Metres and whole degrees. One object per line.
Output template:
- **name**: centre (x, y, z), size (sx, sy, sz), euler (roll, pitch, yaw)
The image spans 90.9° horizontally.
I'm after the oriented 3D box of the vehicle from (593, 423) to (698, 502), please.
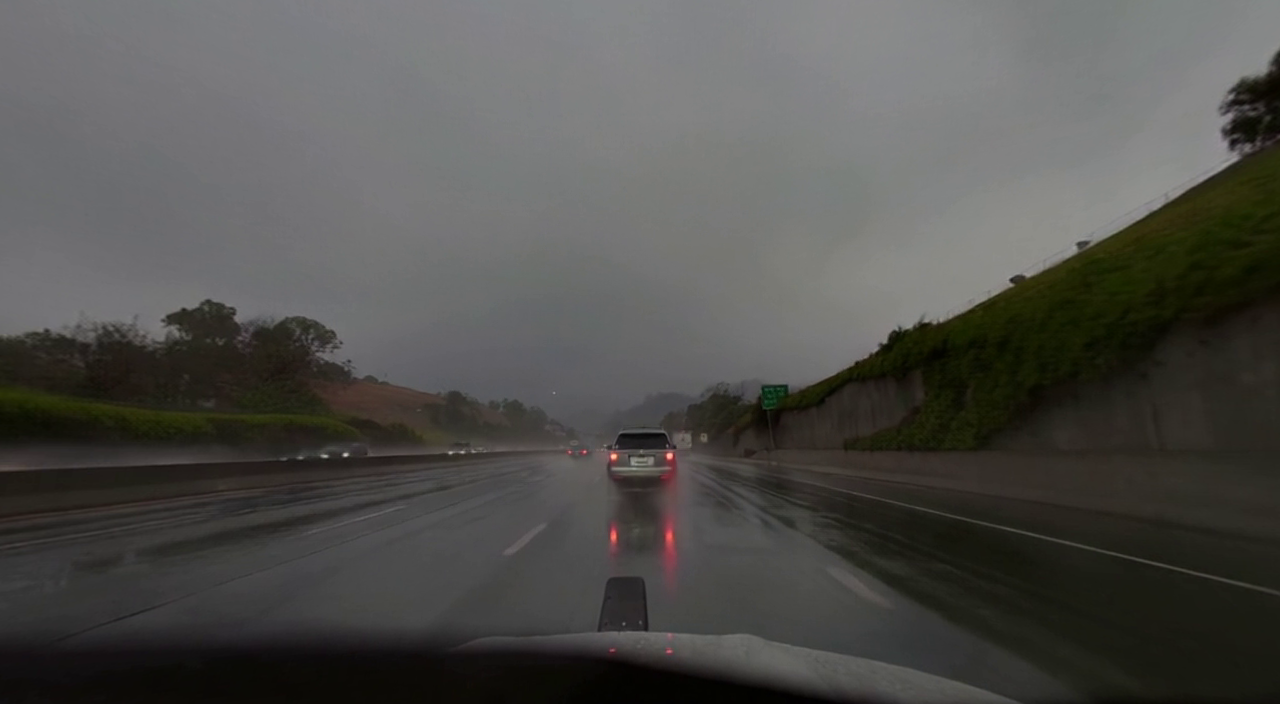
- **vehicle**: centre (0.134, 2.900, 16.856), size (2.447, 1.804, 4.273), euler (0, -9, 0)
